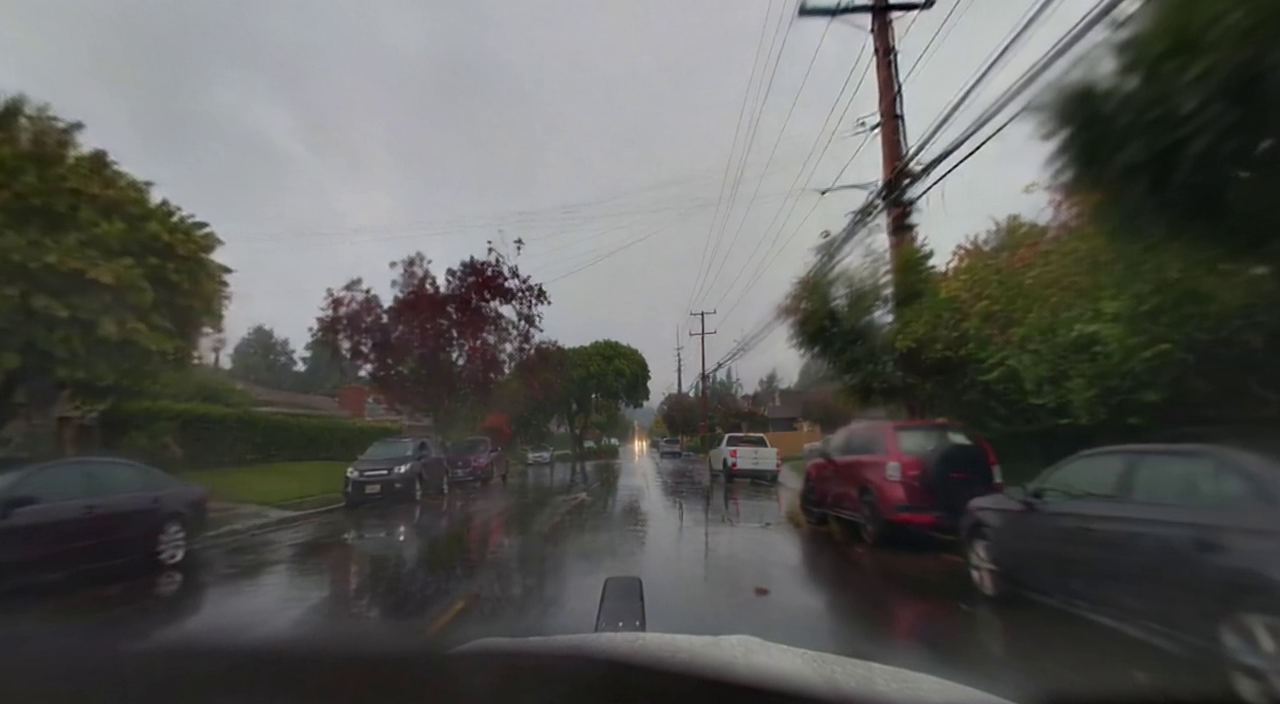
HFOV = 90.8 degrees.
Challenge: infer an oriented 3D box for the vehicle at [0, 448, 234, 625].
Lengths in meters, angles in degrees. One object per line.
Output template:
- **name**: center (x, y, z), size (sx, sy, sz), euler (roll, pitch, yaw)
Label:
- **vehicle**: center (-6.389, 1.682, 6.147), size (2.031, 1.454, 4.410), euler (0, -8, -2)

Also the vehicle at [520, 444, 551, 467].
- **vehicle**: center (-7.122, 7.077, 43.383), size (1.997, 1.456, 4.319), euler (1, -8, -8)

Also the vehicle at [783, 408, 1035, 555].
- **vehicle**: center (3.724, 1.862, 9.750), size (1.889, 1.736, 4.185), euler (0, -8, -2)

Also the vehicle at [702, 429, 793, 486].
- **vehicle**: center (3.655, 3.712, 22.640), size (2.178, 1.757, 5.495), euler (0, -8, -1)

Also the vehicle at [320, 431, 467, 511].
- **vehicle**: center (-6.305, 3.076, 16.851), size (2.031, 1.799, 4.587), euler (0, -8, 0)

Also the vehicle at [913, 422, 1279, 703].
- **vehicle**: center (3.685, 1.240, 4.223), size (1.763, 1.432, 4.323), euler (0, -8, 0)
